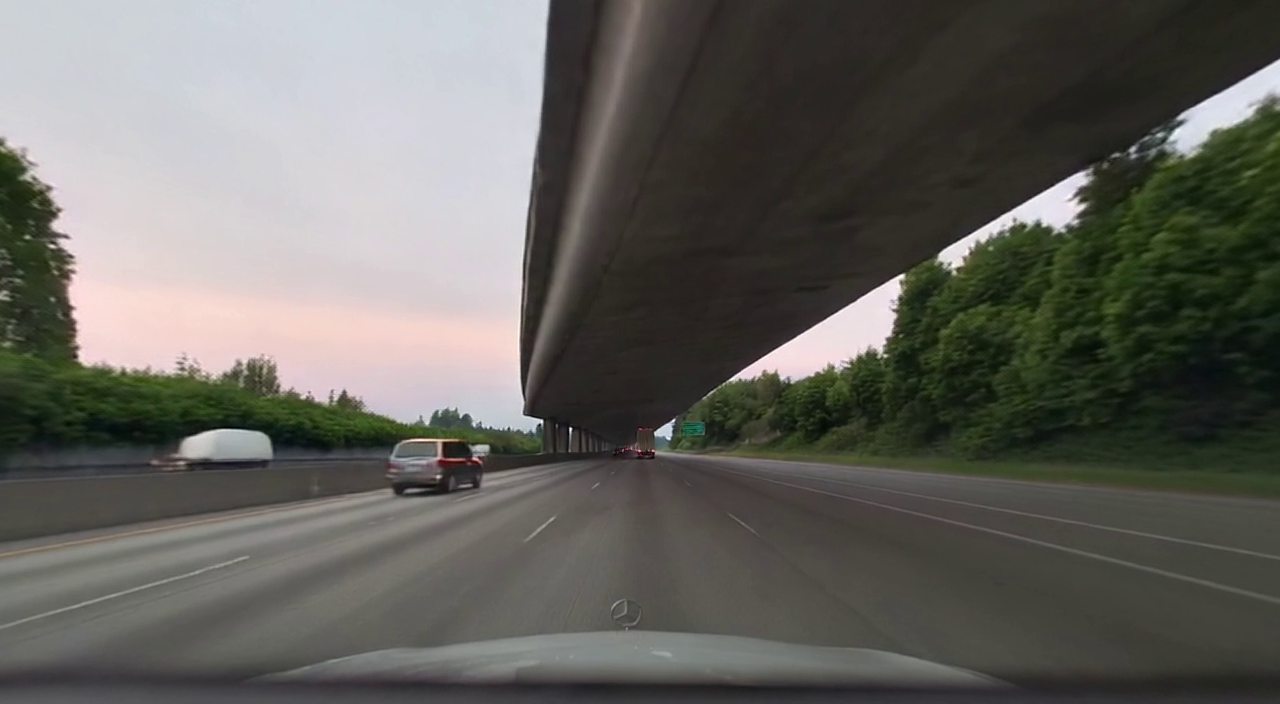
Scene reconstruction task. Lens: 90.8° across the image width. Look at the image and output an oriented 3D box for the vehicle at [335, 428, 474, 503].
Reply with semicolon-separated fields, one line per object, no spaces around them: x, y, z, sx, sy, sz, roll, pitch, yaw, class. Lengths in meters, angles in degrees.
-6.871;3.380;19.184;2.195;1.940;5.154;0;-9;0;vehicle
